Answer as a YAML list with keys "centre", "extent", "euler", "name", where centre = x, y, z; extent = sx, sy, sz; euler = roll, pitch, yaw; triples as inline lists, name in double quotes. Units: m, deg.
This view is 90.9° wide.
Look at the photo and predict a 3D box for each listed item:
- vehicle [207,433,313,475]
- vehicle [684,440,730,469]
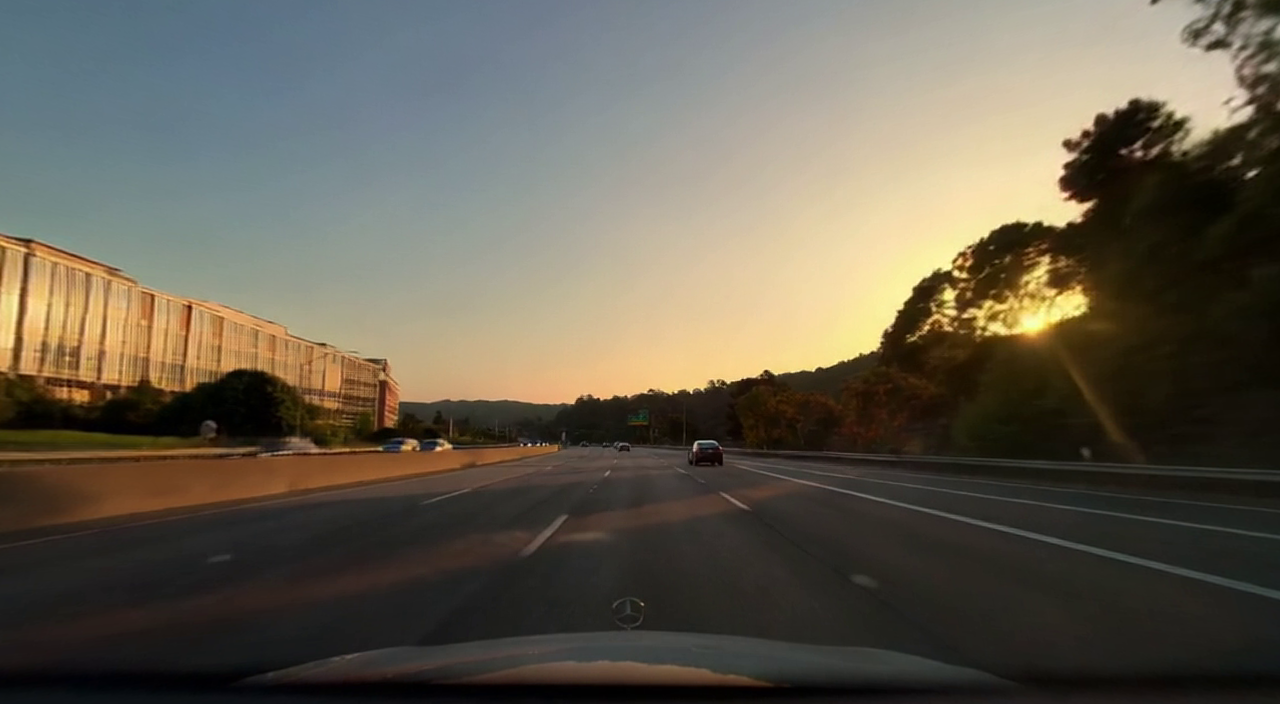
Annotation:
- centre: [-16.632, 4.480, 27.910]
  extent: [2.018, 1.703, 4.295]
  euler: [0, -8, -1]
  name: "vehicle"
- centre: [3.667, 5.696, 35.197]
  extent: [1.926, 1.477, 4.025]
  euler: [0, -8, -2]
  name: "vehicle"
